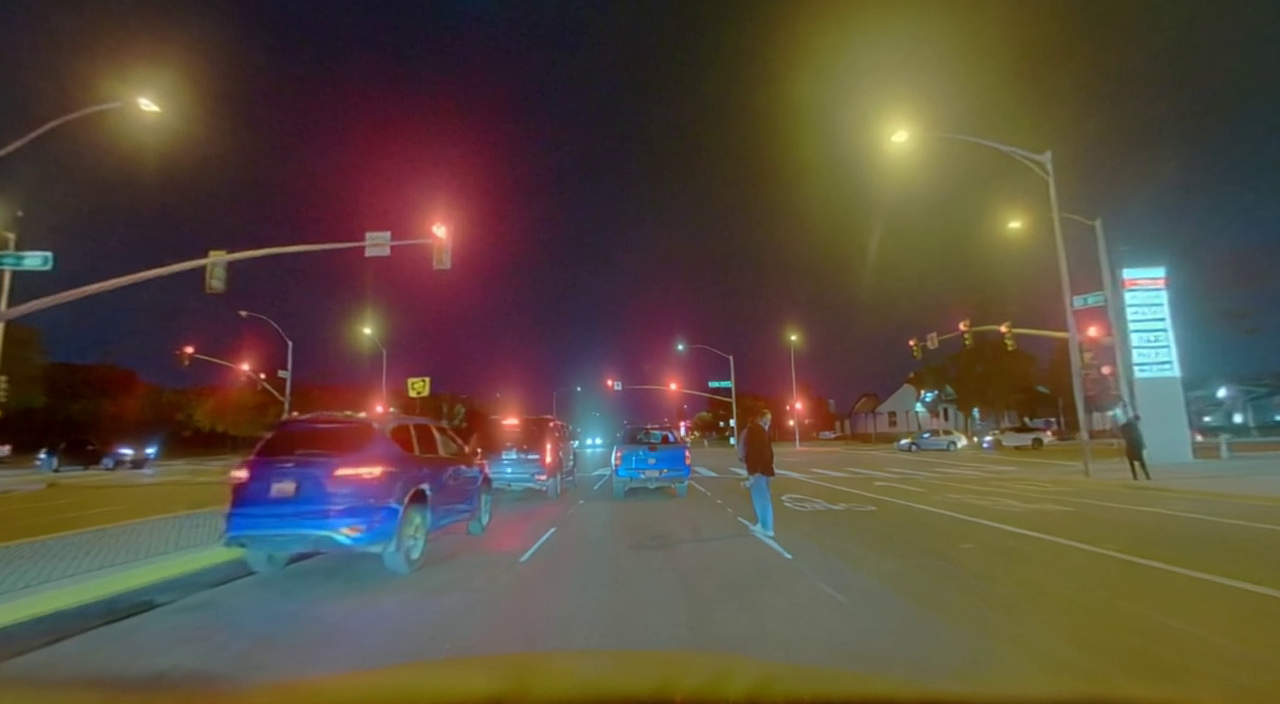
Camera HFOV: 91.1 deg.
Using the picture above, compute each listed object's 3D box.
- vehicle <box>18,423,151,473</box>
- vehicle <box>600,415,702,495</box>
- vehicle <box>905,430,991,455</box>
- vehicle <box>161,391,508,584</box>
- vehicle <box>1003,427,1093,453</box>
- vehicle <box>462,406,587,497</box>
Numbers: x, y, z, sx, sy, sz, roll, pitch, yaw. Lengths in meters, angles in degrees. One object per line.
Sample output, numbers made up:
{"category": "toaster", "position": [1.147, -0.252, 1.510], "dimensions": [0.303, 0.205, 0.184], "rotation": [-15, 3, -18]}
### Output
{"category": "vehicle", "position": [-33.117, 5.711, 37.551], "dimensions": [5.884, 2.243, 2.287], "rotation": [-6, -5, 0]}
{"category": "vehicle", "position": [0.207, 2.595, 16.118], "dimensions": [2.204, 1.738, 4.690], "rotation": [0, -8, -1]}
{"category": "vehicle", "position": [20.007, 5.886, 40.857], "dimensions": [4.624, 1.601, 1.871], "rotation": [0, -8, -2]}
{"category": "vehicle", "position": [-3.213, 1.533, 7.901], "dimensions": [2.006, 1.707, 4.448], "rotation": [0, -8, 2]}
{"category": "vehicle", "position": [28.641, 6.224, 44.156], "dimensions": [4.849, 1.759, 2.041], "rotation": [0, -8, -2]}
{"category": "vehicle", "position": [-2.653, 2.478, 15.822], "dimensions": [2.220, 1.926, 4.870], "rotation": [0, -8, 0]}
